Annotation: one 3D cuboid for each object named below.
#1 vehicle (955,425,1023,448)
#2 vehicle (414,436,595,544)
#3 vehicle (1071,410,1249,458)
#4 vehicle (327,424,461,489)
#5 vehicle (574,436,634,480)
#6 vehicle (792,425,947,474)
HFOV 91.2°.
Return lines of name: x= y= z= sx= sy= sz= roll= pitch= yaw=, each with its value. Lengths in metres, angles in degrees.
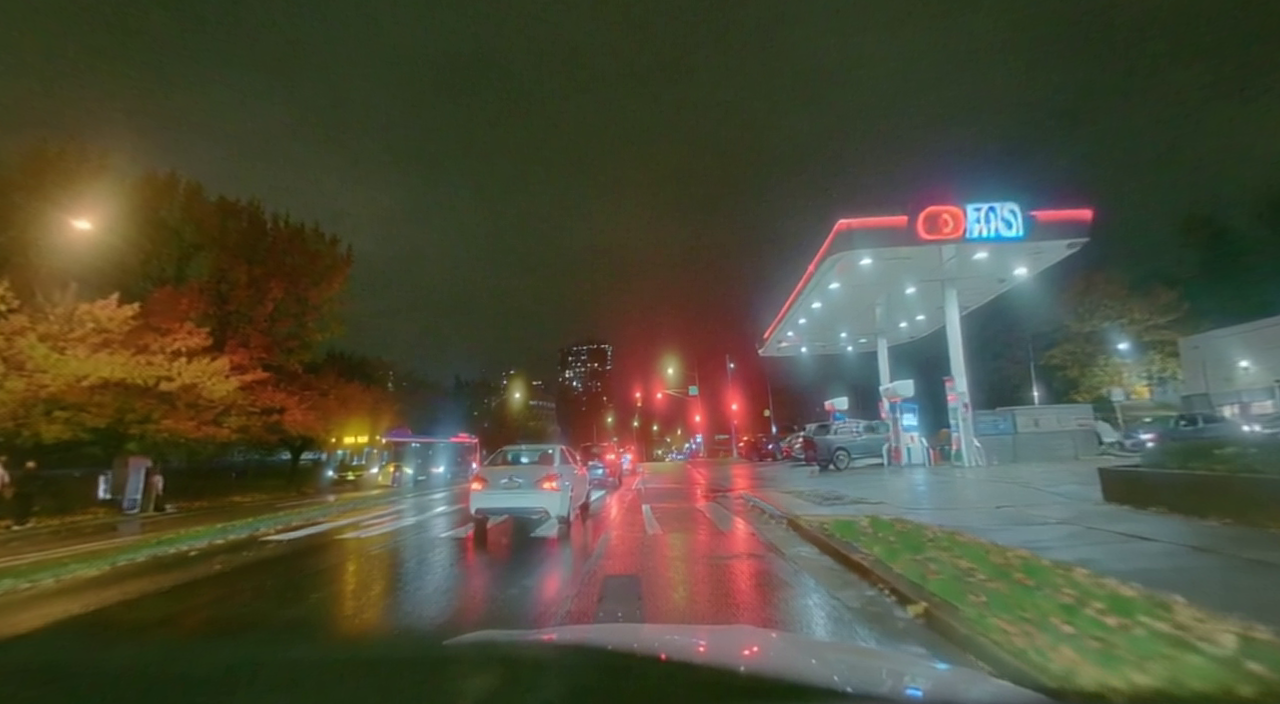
vehicle: x=25.381 y=6.172 z=45.643 sx=3.847 sy=1.490 sz=1.883 roll=-1 pitch=-8 yaw=-6
vehicle: x=-2.078 y=2.292 z=10.991 sx=2.092 sy=1.507 sz=4.078 roll=-1 pitch=-9 yaw=3
vehicle: x=17.294 y=2.769 z=21.032 sx=4.064 sy=1.507 sz=2.078 roll=0 pitch=-9 yaw=2
vehicle: x=-14.048 y=6.185 z=37.436 sx=3.189 sy=3.205 sz=11.526 roll=0 pitch=-9 yaw=1
vehicle: x=-1.482 y=4.633 z=27.574 sx=2.365 sy=1.751 sz=3.904 roll=0 pitch=-9 yaw=1
vehicle: x=8.374 y=3.606 z=23.277 sx=4.894 sy=1.451 sz=2.089 roll=-3 pitch=-8 yaw=2
